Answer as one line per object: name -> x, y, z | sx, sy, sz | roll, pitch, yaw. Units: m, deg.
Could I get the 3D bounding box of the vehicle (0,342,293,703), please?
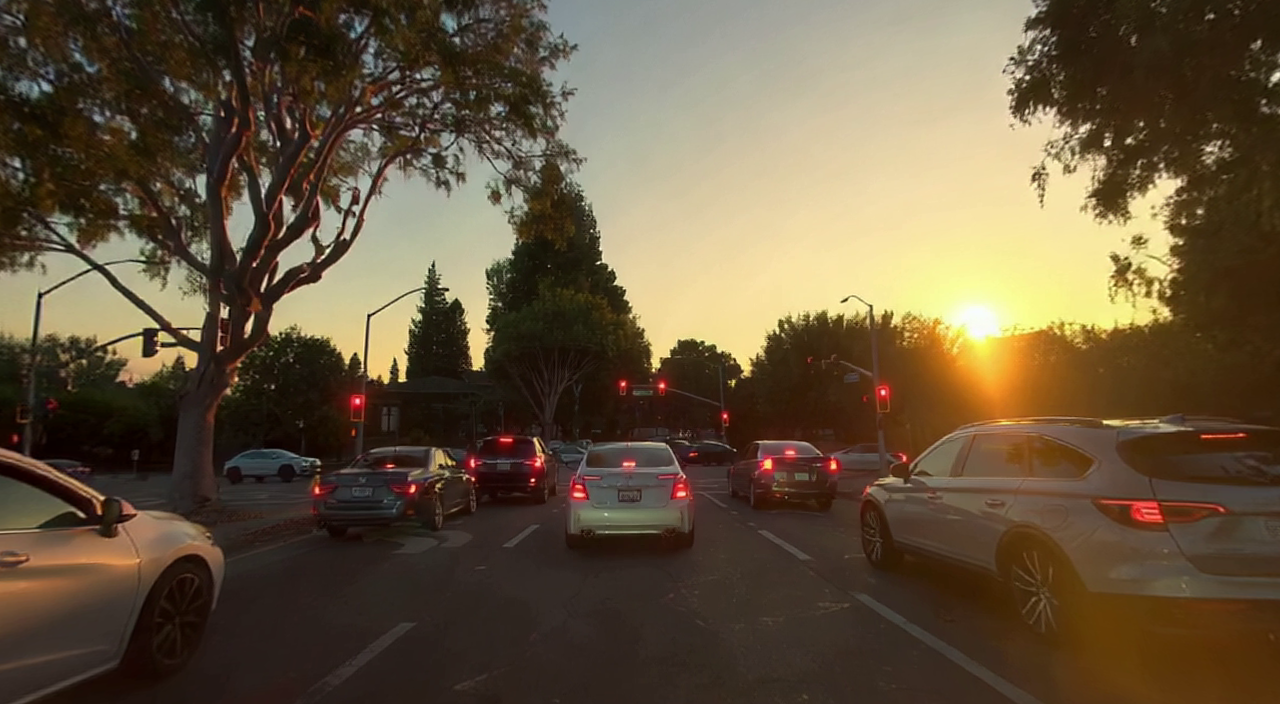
vehicle -> -3.671, 0.844, 2.546 | 2.047, 1.764, 4.369 | 0, -8, 0

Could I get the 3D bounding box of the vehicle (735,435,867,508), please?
vehicle -> 3.646, 2.780, 15.247 | 1.922, 1.472, 4.440 | 0, -8, -1

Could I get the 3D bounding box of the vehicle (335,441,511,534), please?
vehicle -> -3.928, 2.501, 12.342 | 1.919, 1.459, 4.371 | 0, -8, -1

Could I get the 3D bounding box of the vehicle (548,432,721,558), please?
vehicle -> -0.082, 2.005, 9.591 | 2.061, 1.470, 3.970 | 0, -8, 0

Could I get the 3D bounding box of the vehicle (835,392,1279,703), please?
vehicle -> 3.381, 1.311, 5.420 | 1.933, 1.564, 4.600 | 0, -8, 0
